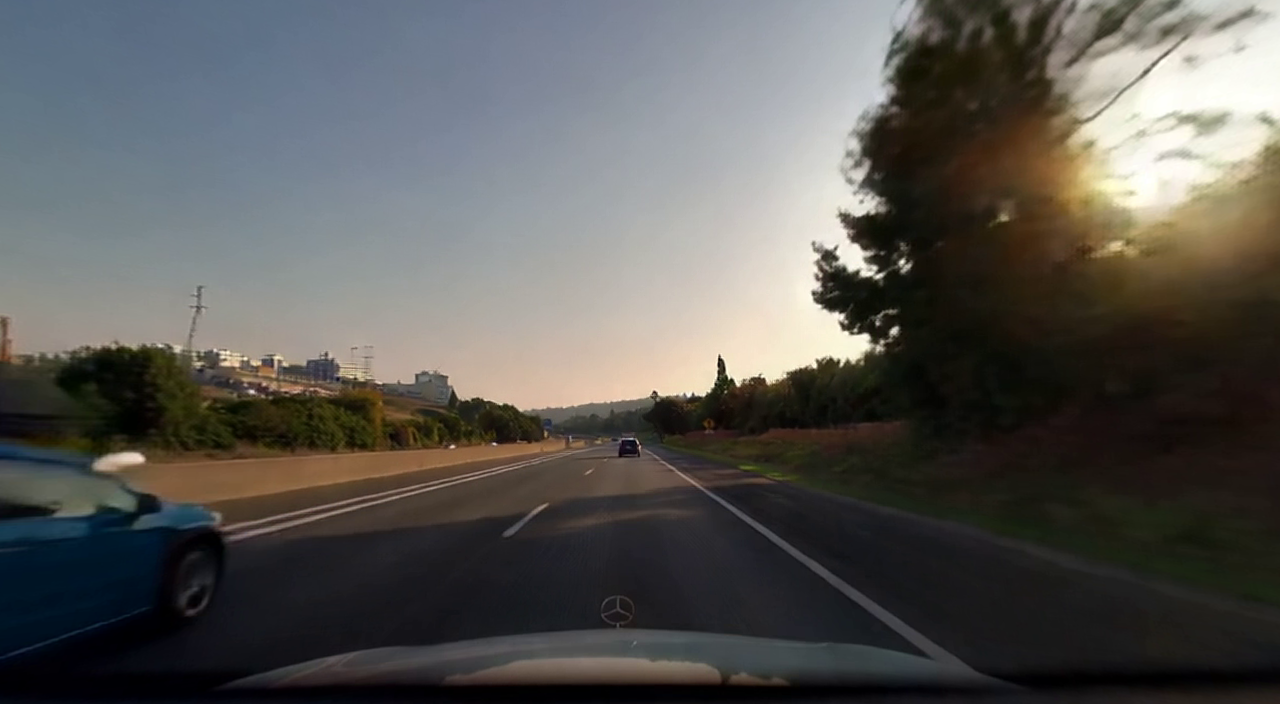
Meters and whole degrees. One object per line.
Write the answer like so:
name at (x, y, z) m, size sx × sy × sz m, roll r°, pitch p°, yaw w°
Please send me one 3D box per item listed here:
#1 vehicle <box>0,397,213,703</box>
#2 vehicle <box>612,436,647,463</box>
vehicle at (-4.359, 0.921, 2.442) m, size 2.189 × 1.580 × 4.607 m, roll 0°, pitch -8°, yaw 0°
vehicle at (-0.691, 6.177, 40.088) m, size 2.151 × 1.618 × 3.898 m, roll 0°, pitch -8°, yaw -2°
